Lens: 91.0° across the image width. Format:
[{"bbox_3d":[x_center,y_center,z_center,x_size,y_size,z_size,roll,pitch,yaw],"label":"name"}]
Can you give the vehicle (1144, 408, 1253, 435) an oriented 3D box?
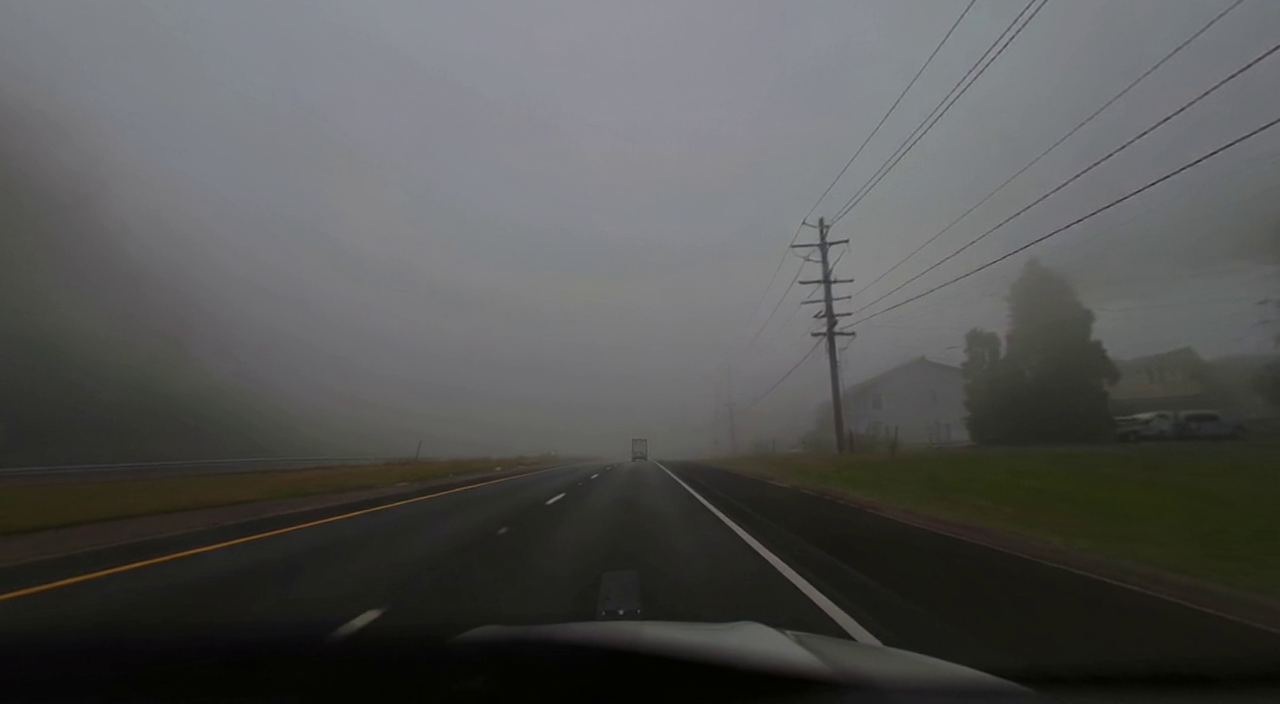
[{"bbox_3d":[41.640,5.287,47.186,5.631,1.821,2.168,-5,-10,30],"label":"vehicle"}]
